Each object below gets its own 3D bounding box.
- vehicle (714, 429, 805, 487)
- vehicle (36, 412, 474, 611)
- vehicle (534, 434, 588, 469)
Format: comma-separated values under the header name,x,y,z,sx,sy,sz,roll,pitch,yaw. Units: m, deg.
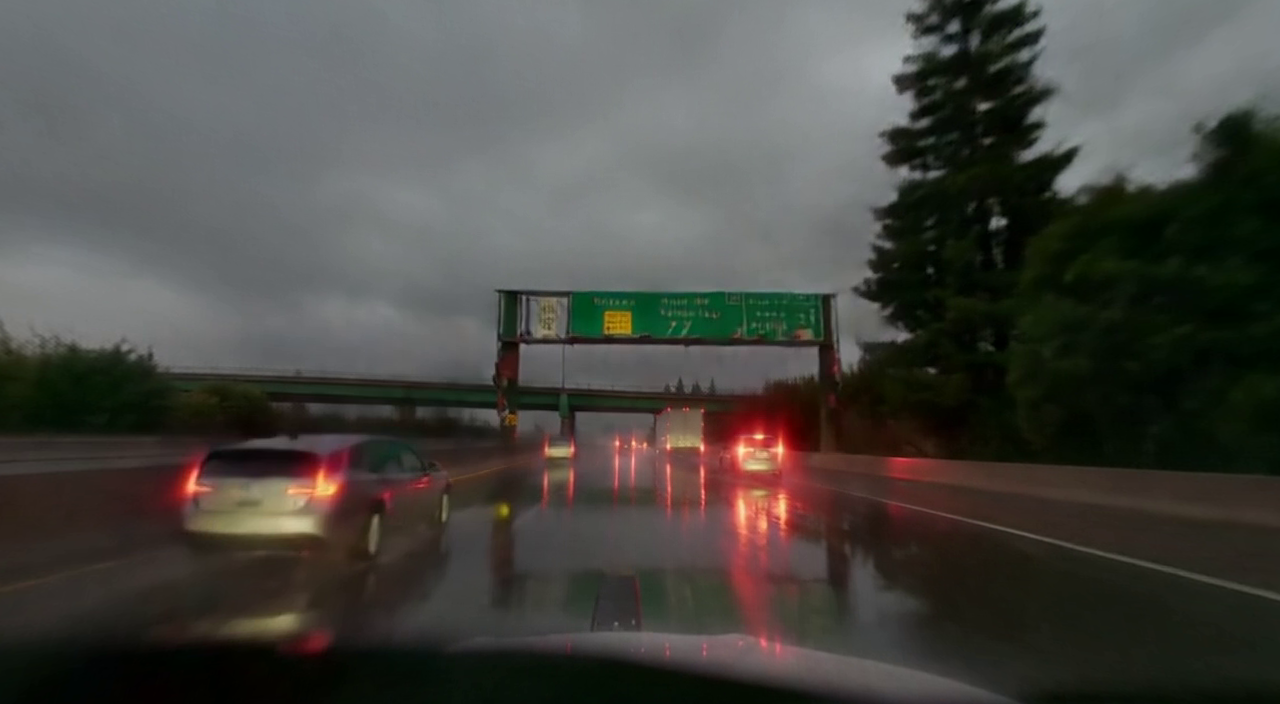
name,x,y,z,sx,sy,sz,roll,pitch,yaw
vehicle,3.672,3.324,20.083,2.001,1.625,4.088,0,-8,-1
vehicle,-3.540,1.542,7.121,2.122,1.486,4.532,0,-8,-1
vehicle,-3.615,4.664,29.727,2.064,1.479,4.370,0,-8,-1
